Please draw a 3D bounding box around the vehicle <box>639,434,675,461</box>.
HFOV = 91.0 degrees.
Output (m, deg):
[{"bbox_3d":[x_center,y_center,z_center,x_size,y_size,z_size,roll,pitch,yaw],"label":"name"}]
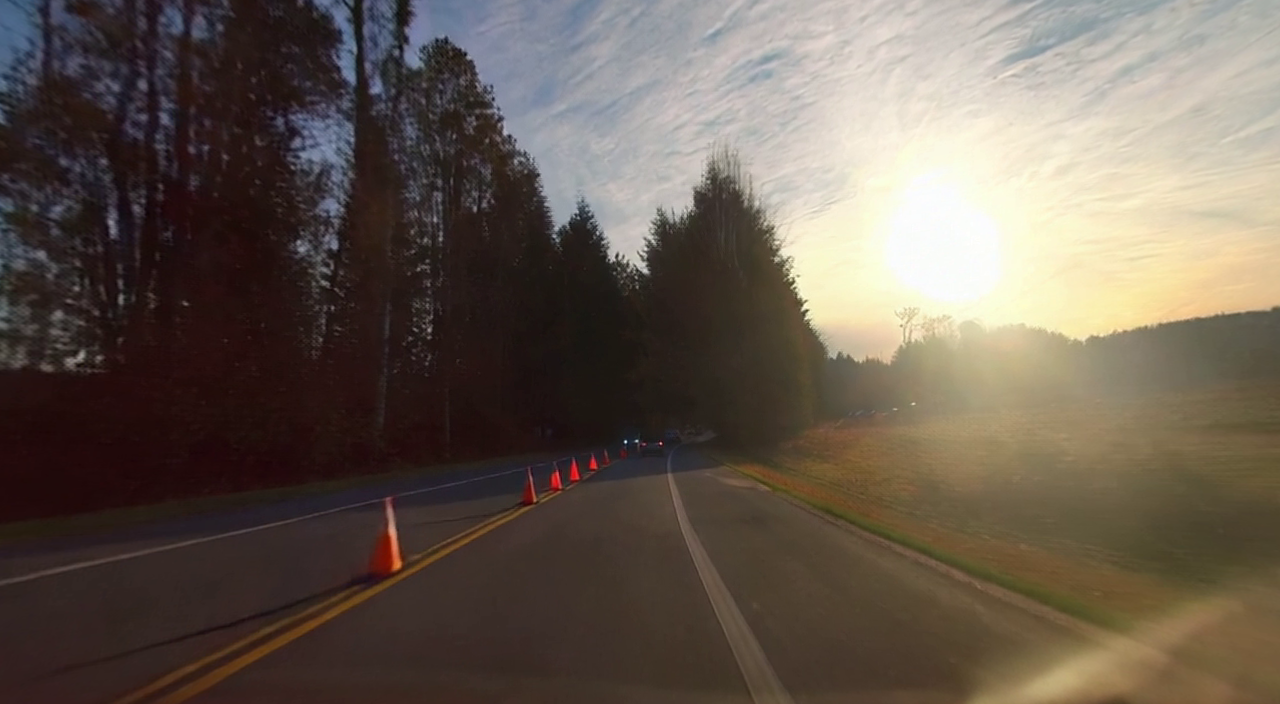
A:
[{"bbox_3d":[1.067,5.772,37.976,2.042,1.489,3.963,-1,-9,3],"label":"vehicle"}]
